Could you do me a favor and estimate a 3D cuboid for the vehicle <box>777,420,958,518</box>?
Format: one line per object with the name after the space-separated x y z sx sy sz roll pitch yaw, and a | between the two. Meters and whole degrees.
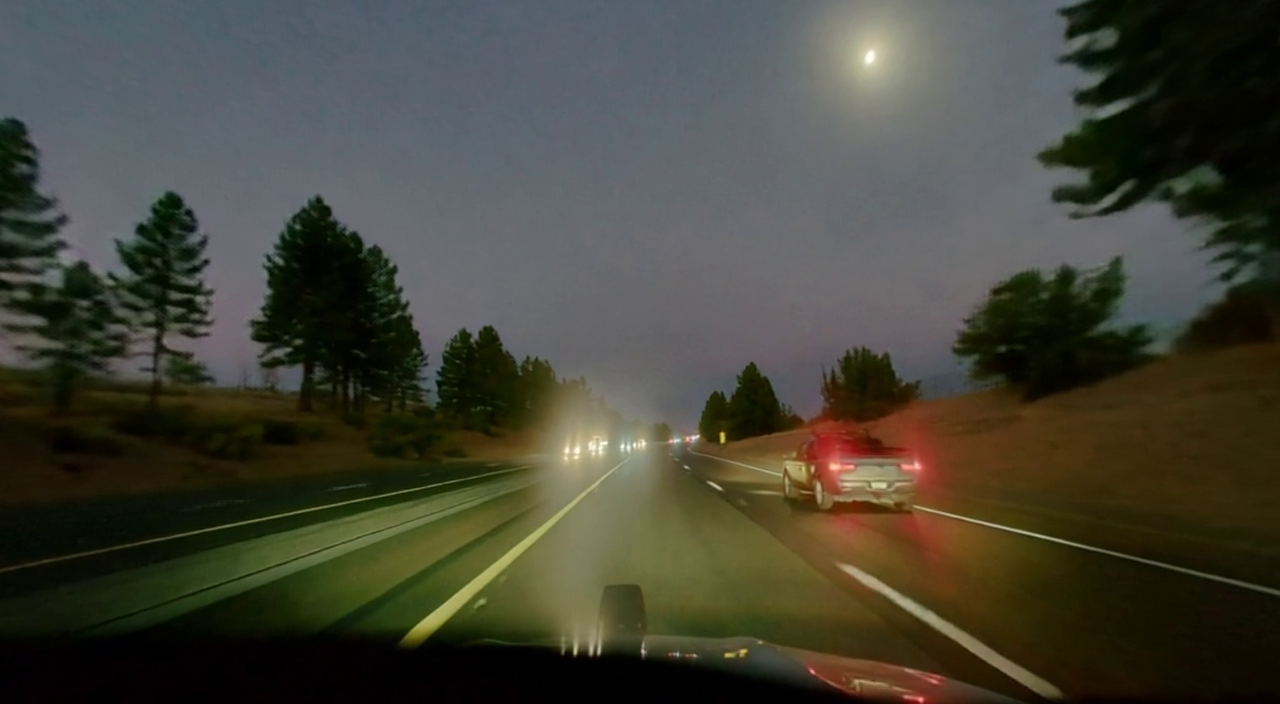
4.579 2.431 13.696 2.098 1.703 4.862 0 -8 0 | vehicle
